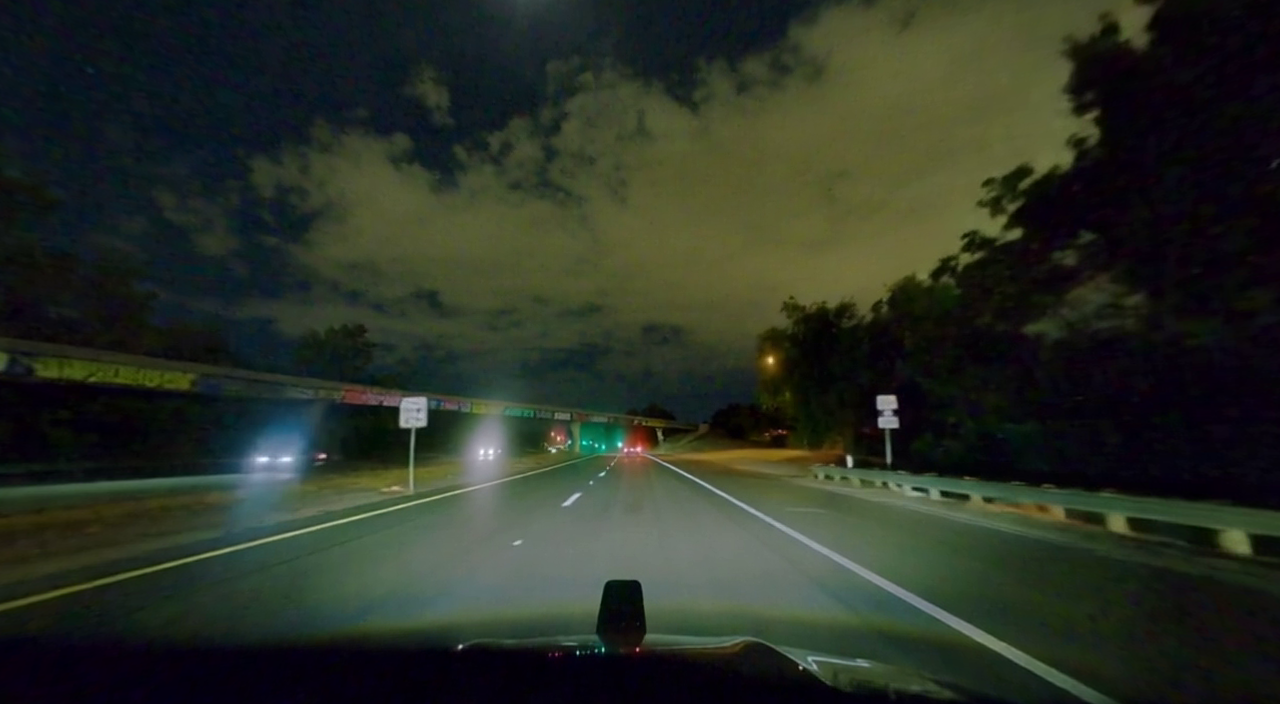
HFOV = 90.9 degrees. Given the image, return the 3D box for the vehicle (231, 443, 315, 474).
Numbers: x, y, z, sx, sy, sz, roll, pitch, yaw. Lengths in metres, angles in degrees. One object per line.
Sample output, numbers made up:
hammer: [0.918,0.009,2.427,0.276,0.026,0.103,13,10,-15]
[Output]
vehicle: [-18.154,5.283,31.404,1.735,1.423,4.074,0,-9,-1]
